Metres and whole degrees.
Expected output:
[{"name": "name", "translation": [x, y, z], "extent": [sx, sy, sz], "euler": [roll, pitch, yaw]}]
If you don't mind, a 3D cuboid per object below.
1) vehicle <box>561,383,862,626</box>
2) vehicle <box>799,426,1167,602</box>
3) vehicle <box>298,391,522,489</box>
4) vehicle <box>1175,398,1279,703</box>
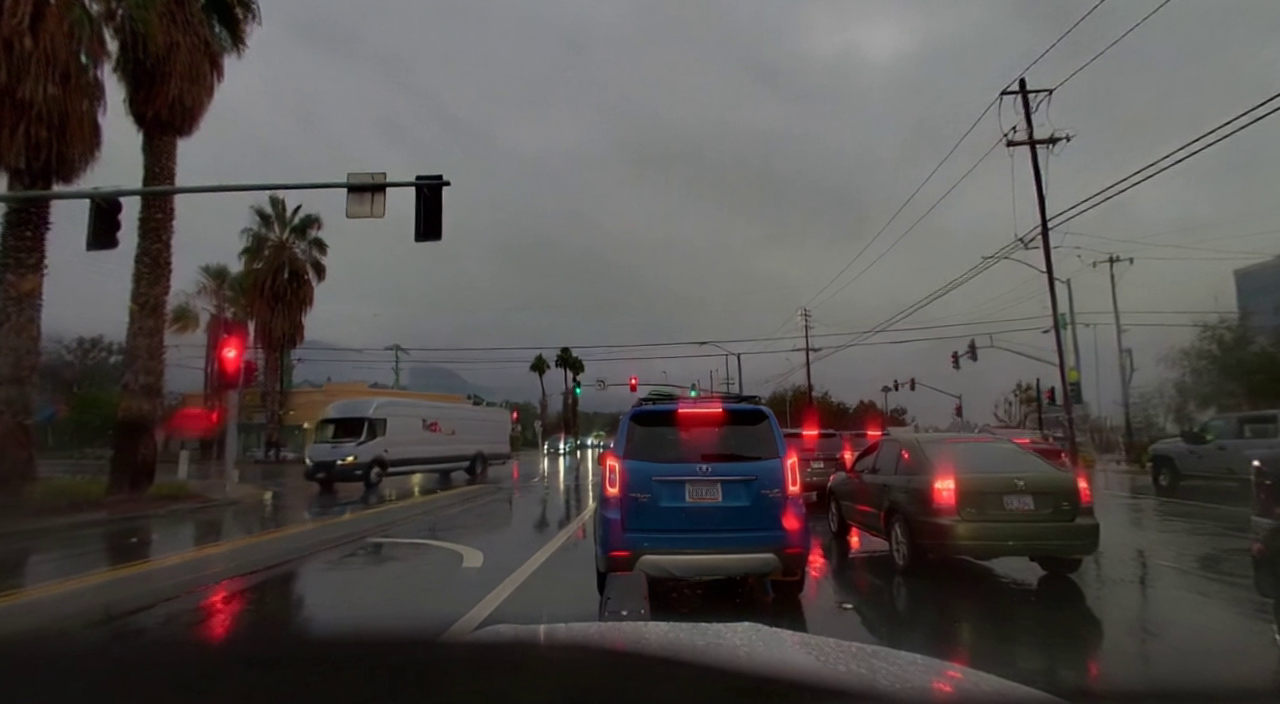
[{"name": "vehicle", "translation": [0.453, 1.443, 6.877], "extent": [2.228, 1.780, 4.269], "euler": [0, -9, -2]}, {"name": "vehicle", "translation": [3.443, 1.688, 7.507], "extent": [1.895, 1.456, 4.255], "euler": [0, -9, -1]}, {"name": "vehicle", "translation": [-10.421, 4.366, 30.960], "extent": [2.973, 3.889, 11.535], "euler": [-4, -9, 24]}, {"name": "vehicle", "translation": [3.361, 0.656, 0.661], "extent": [1.805, 1.485, 4.348], "euler": [0, -9, 1]}]
